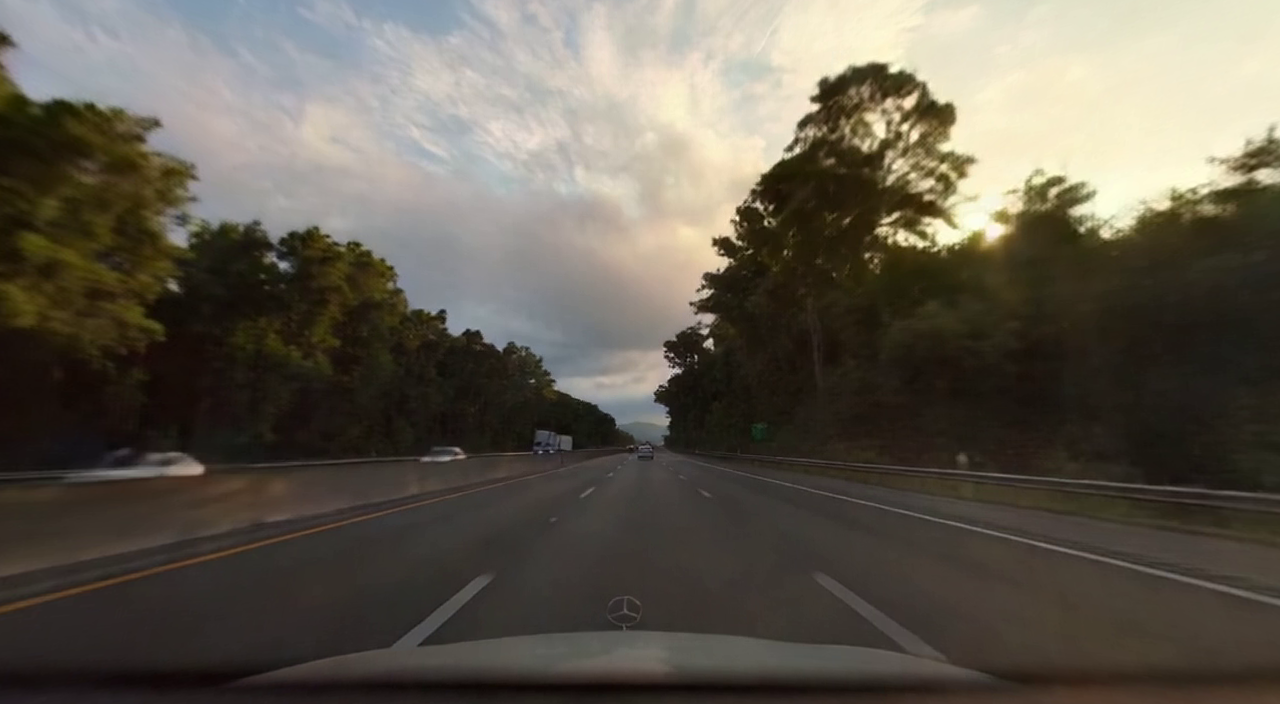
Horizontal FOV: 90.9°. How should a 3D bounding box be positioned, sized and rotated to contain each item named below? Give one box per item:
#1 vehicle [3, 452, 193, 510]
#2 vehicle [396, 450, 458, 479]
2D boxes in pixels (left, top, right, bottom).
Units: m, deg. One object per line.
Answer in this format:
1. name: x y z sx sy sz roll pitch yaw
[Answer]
1. vehicle: -15.420 3.644 18.264 1.923 1.484 3.949 0 -9 1
2. vehicle: -11.375 6.004 33.874 1.864 1.452 3.968 0 -9 1
